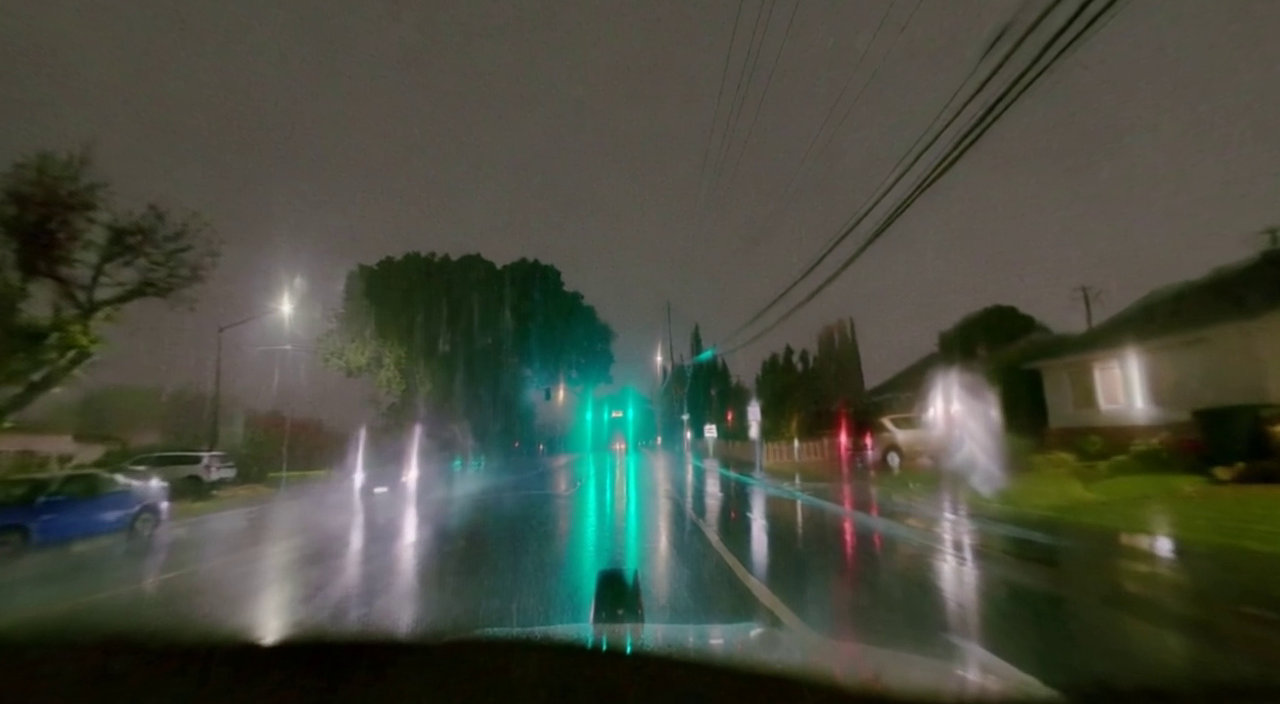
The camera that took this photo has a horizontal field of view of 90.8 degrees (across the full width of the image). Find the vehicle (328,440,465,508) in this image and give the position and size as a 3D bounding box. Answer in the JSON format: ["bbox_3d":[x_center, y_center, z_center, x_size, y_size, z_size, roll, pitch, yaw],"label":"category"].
[{"bbox_3d":[-7.095,3.559,19.038,2.142,1.611,4.890,-5,-8,0],"label":"vehicle"}]

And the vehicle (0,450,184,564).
[{"bbox_3d":[-11.501,2.974,11.997,2.024,1.795,5.054,-11,-8,-3],"label":"vehicle"}]

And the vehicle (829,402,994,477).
[{"bbox_3d":[9.382,2.931,21.731,5.565,2.036,1.907,-1,-7,-27],"label":"vehicle"}]

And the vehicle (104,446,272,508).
[{"bbox_3d":[-19.913,5.494,28.069,5.775,2.026,2.228,-5,-9,-3],"label":"vehicle"}]
